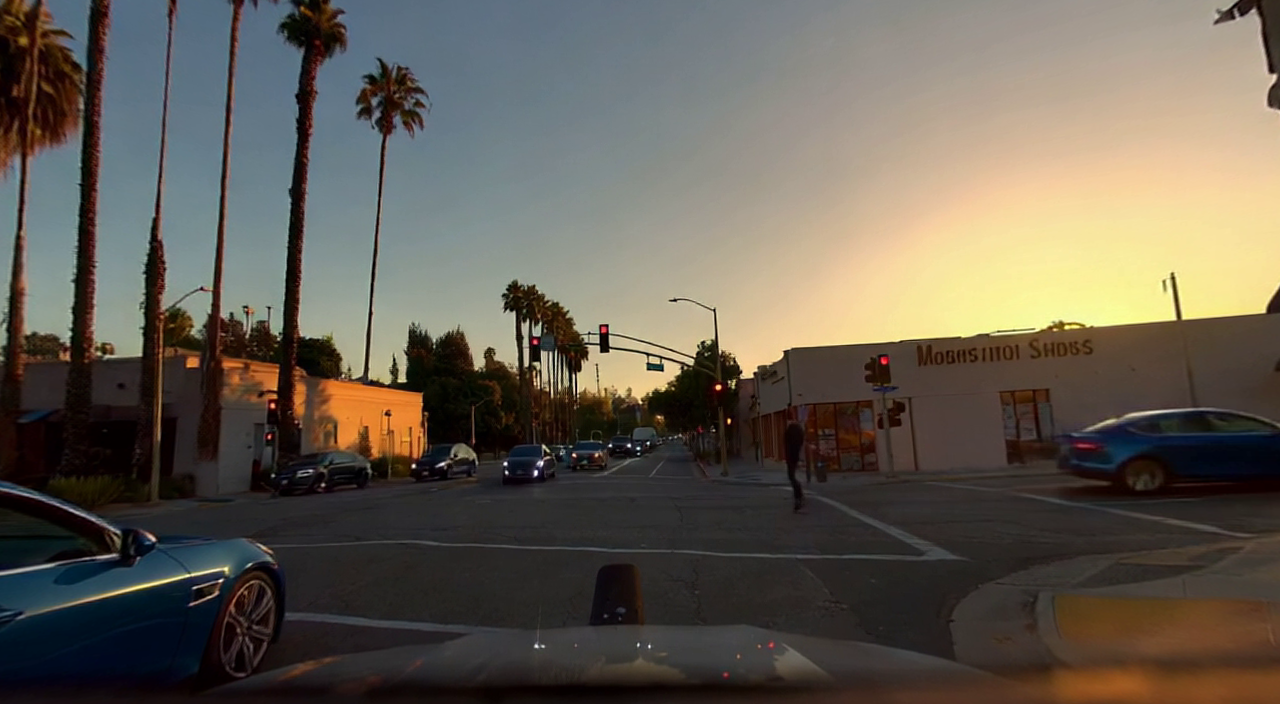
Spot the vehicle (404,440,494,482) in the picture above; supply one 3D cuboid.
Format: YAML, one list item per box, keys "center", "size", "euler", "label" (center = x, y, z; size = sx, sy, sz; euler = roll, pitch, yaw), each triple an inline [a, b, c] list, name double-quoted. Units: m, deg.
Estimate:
- center: [-8.996, 5.291, 30.376]
  size: [2.050, 1.792, 5.507]
  euler: [-1, -11, 7]
  label: "vehicle"

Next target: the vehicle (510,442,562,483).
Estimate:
- center: [-4.204, 4.325, 25.099]
  size: [1.839, 1.468, 4.549]
  euler: [2, -9, -11]
  label: "vehicle"

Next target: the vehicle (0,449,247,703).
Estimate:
- center: [-3.701, 1.023, 2.249]
  size: [1.850, 1.325, 4.295]
  euler: [0, -9, 0]
  label: "vehicle"

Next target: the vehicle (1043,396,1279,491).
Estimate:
- center: [11.239, 1.842, 12.718]
  size: [4.775, 1.709, 2.092]
  euler: [-3, -9, 18]
  label: "vehicle"

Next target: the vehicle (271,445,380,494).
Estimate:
- center: [-13.002, 4.876, 26.477]
  size: [1.870, 1.705, 4.426]
  euler: [-6, -10, 8]
  label: "vehicle"
